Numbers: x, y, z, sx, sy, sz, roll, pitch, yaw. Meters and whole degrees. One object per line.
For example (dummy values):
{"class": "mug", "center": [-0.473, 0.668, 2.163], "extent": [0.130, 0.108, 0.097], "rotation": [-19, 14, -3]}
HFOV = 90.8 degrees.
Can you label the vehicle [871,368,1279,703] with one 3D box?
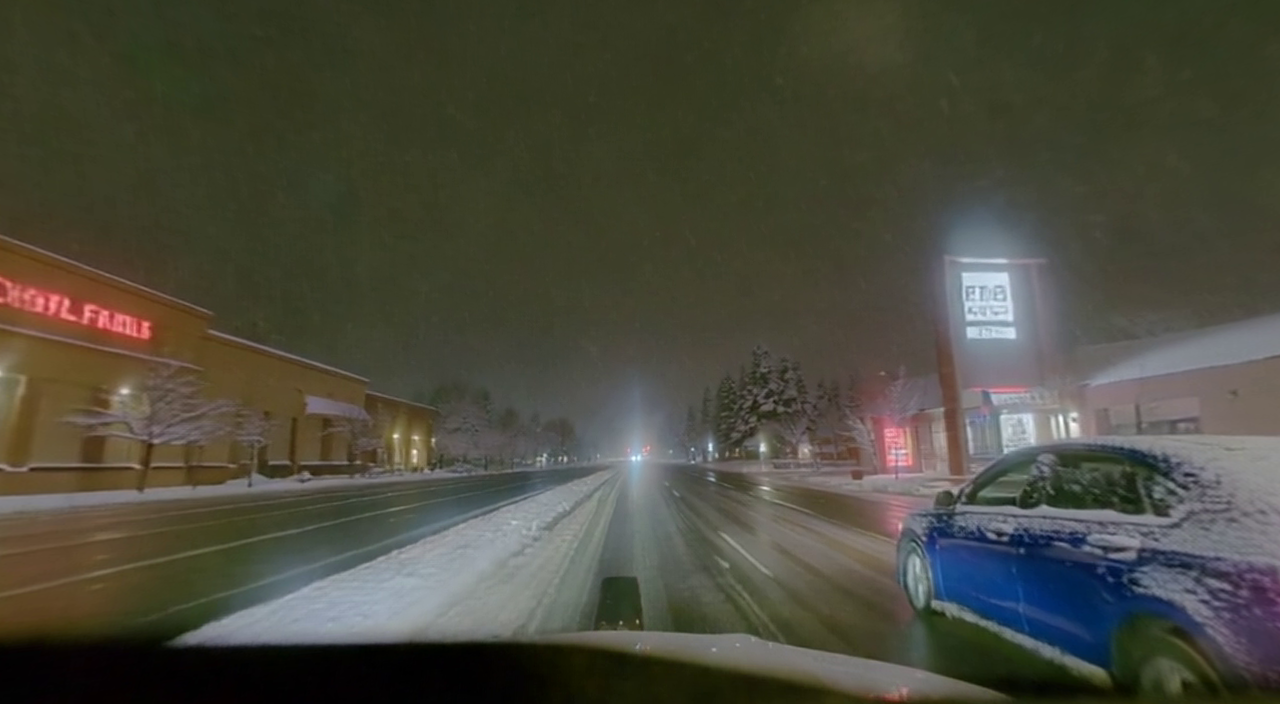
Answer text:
{"class": "vehicle", "center": [3.090, 1.019, 2.975], "extent": [2.015, 1.641, 4.995], "rotation": [0, -9, -1]}
